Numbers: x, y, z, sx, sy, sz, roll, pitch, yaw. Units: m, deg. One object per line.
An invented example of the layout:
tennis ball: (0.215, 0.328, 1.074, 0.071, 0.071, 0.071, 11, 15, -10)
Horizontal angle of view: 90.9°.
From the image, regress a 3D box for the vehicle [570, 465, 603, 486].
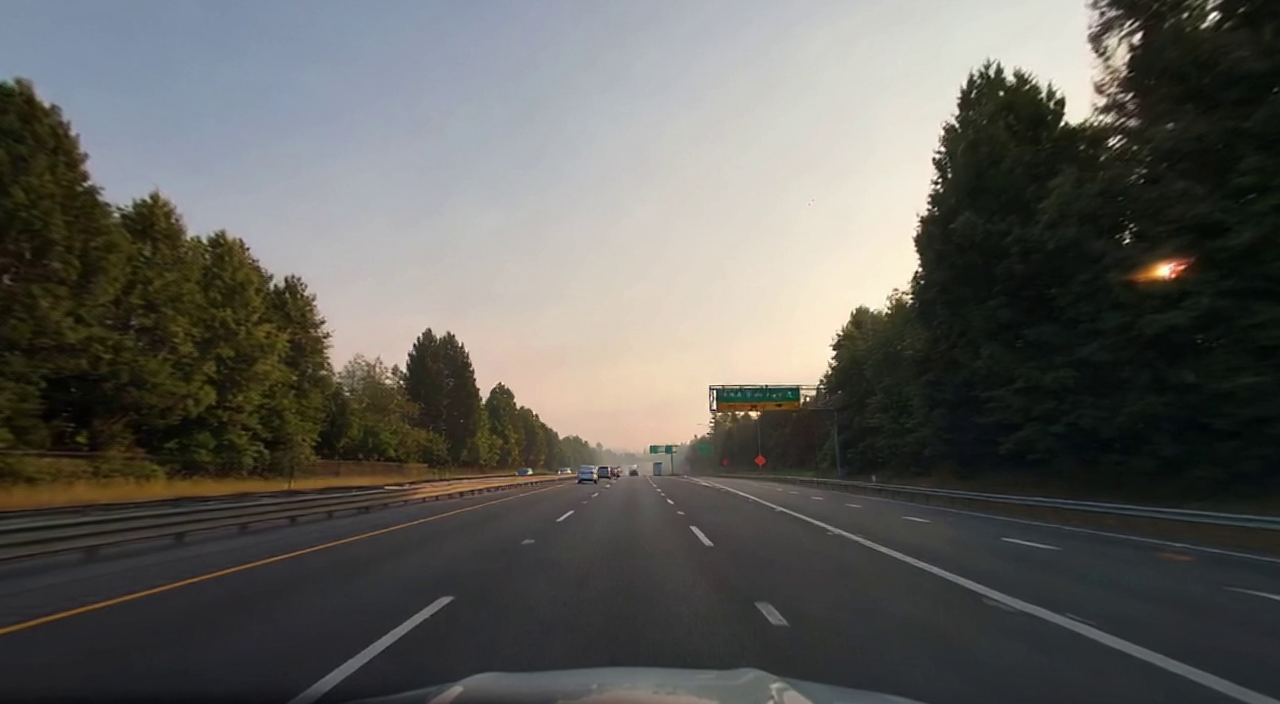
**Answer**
vehicle: (-4.034, 9.443, 48.127, 2.126, 1.488, 4.186, 1, -11, 0)
